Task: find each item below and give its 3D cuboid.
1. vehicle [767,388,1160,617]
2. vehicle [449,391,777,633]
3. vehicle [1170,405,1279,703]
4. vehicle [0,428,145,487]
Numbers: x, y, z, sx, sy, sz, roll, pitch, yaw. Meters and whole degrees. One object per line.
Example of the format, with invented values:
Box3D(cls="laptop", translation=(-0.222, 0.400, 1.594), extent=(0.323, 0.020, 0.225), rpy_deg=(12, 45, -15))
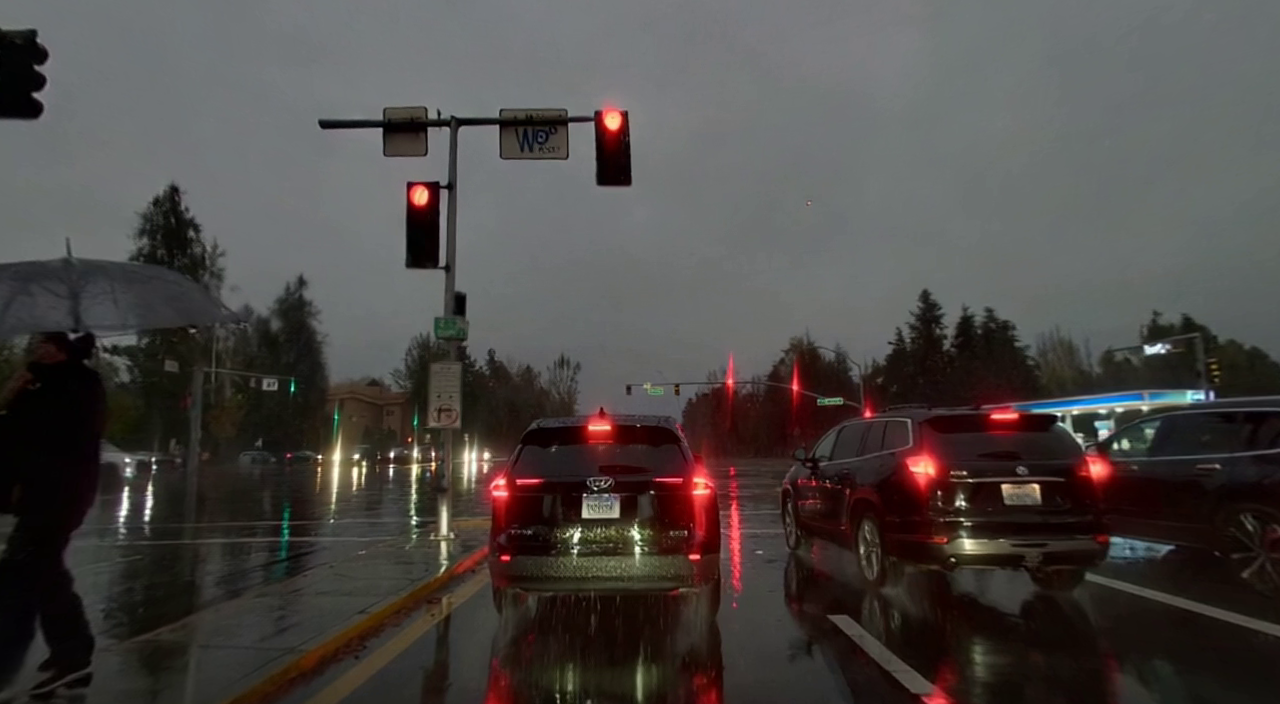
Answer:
Box3D(cls="vehicle", translation=(3.001, 1.508, 7.250), extent=(2.060, 1.783, 4.411), rpy_deg=(0, -9, -1))
Box3D(cls="vehicle", translation=(-0.191, 1.498, 6.928), extent=(2.351, 1.733, 4.616), rpy_deg=(0, -9, 0))
Box3D(cls="vehicle", translation=(3.098, 0.618, 0.159), extent=(1.965, 1.460, 4.581), rpy_deg=(0, -9, 1))
Box3D(cls="vehicle", translation=(-28.972, 5.217, 31.436), extent=(6.772, 2.769, 2.305), rpy_deg=(-1, -9, 3))
